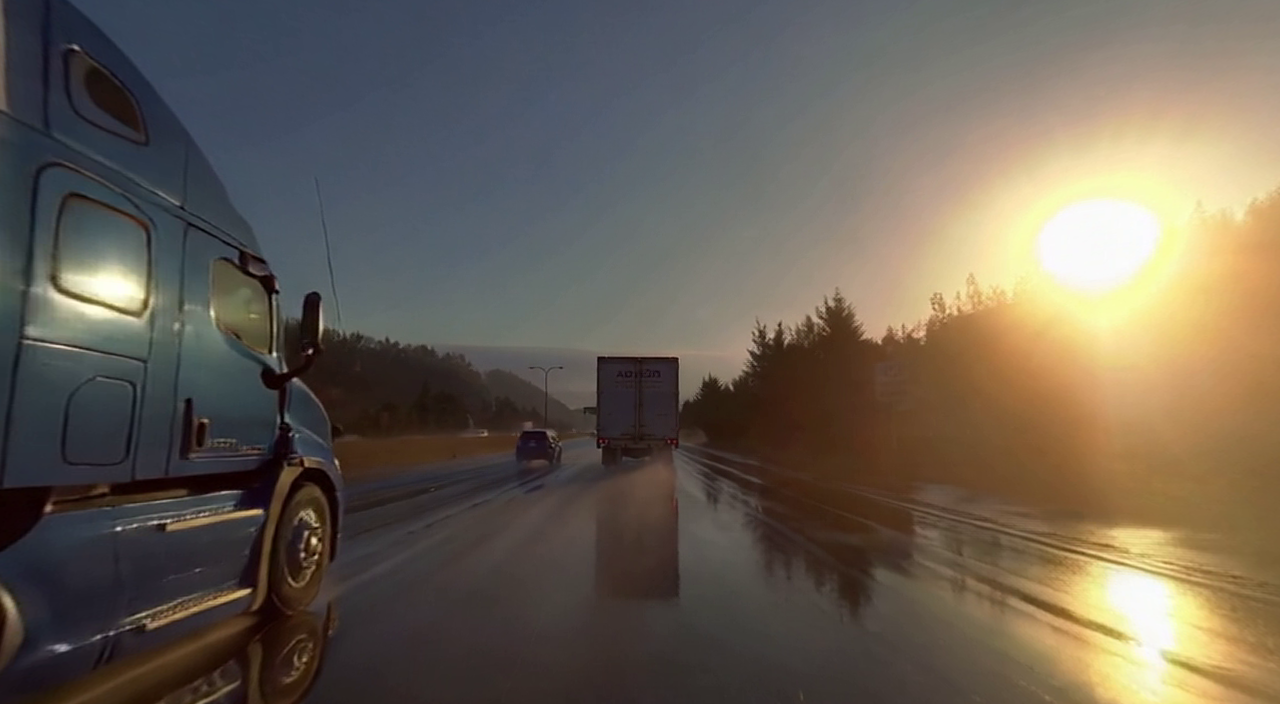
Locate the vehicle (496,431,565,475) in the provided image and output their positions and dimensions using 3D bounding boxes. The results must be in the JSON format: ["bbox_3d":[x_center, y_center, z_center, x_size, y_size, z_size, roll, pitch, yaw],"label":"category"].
[{"bbox_3d":[-4.018,3.742,23.653,1.933,1.492,3.838,0,-8,0],"label":"vehicle"}]

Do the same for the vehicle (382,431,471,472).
[{"bbox_3d":[-8.436,3.953,25.339,1.976,1.510,4.604,0,-8,0],"label":"vehicle"}]

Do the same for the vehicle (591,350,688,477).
[{"bbox_3d":[-0.222,2.692,25.824,3.118,4.106,10.719,0,-8,-2],"label":"vehicle"}]

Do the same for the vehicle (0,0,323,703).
[{"bbox_3d":[-4.303,-0.284,2.581,3.007,4.031,6.044,0,-7,-3],"label":"vehicle"}]
